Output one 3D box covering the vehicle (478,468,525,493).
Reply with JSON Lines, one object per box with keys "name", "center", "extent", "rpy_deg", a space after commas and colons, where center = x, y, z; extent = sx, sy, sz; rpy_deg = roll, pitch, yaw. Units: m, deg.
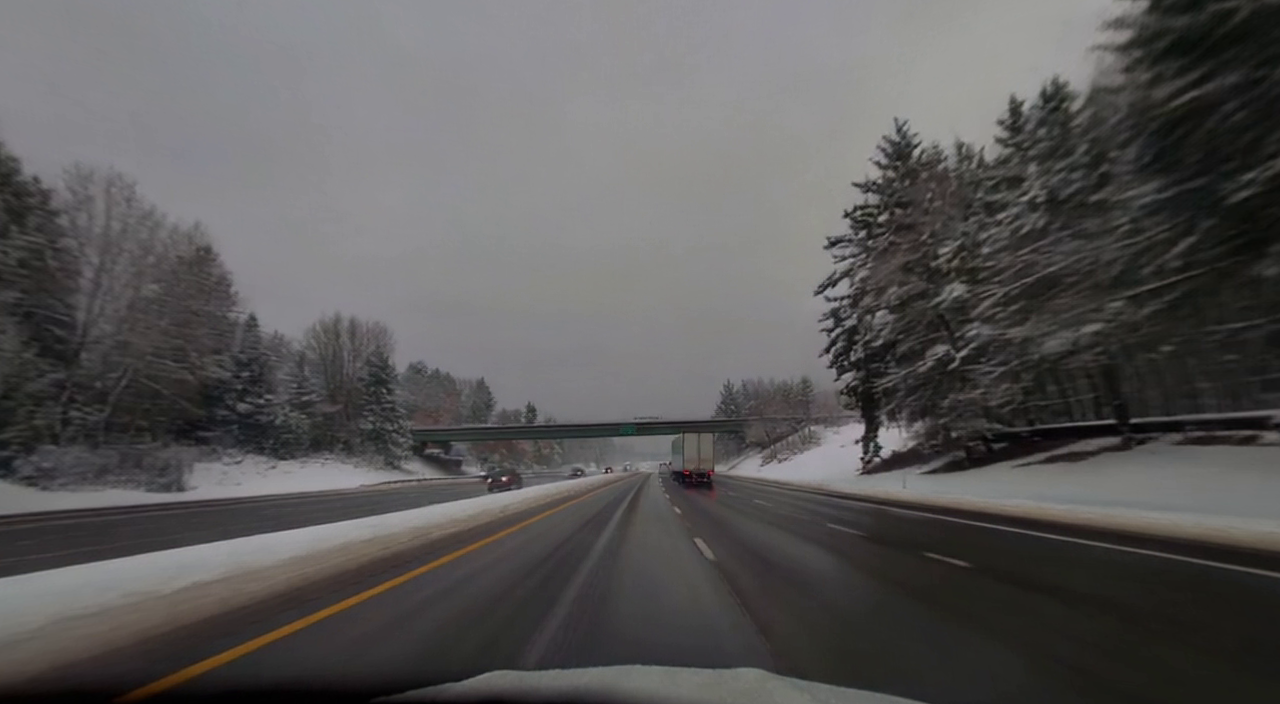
{"name": "vehicle", "center": [-9.059, 8.446, 41.550], "extent": [2.046, 1.536, 4.145], "rpy_deg": [1, -11, 1]}
